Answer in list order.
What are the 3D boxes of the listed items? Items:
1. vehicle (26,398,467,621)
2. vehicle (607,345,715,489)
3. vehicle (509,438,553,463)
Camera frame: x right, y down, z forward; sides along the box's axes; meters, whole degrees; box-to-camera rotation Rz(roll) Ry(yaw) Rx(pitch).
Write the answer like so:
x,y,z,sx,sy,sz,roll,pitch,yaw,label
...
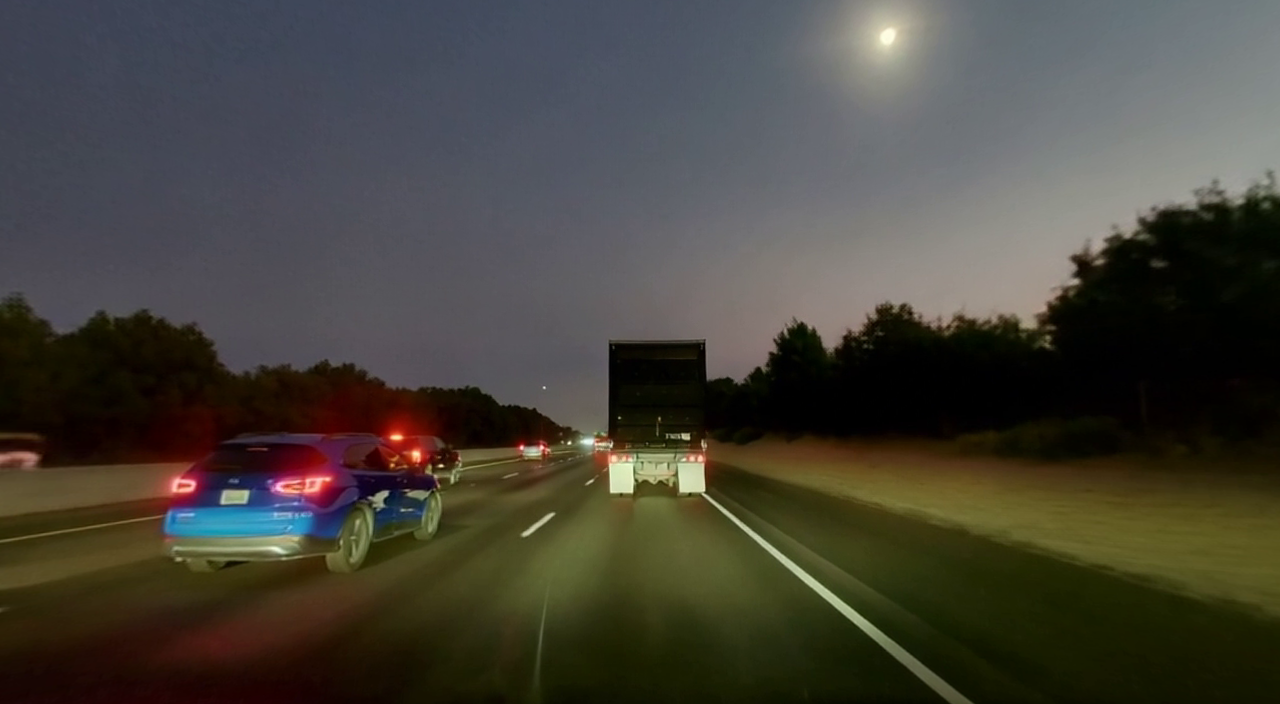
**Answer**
x,y,z,sx,sy,sz,roll,pitch,yaw,label
-3.566,1.507,6.959,2.077,1.671,4.249,0,-8,0,vehicle
0.573,2.500,22.243,2.870,3.841,10.653,0,-8,0,vehicle
-6.750,6.188,39.585,1.882,1.451,4.416,0,-8,1,vehicle
